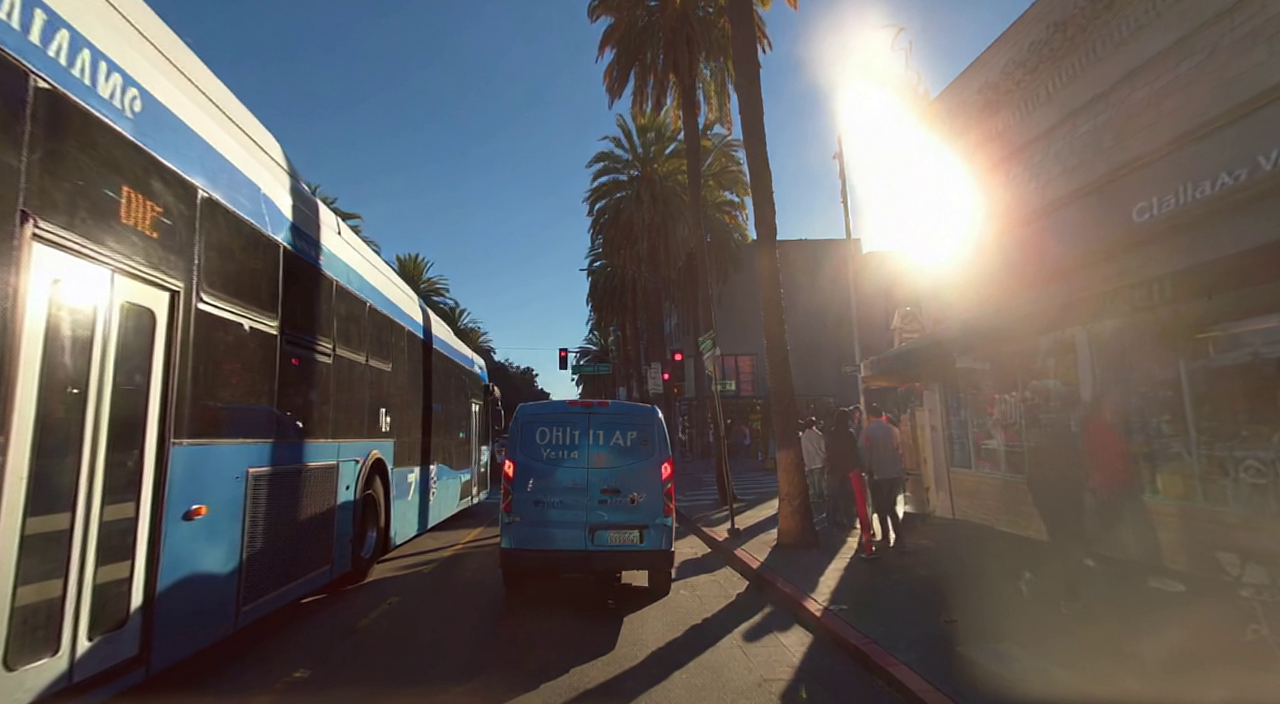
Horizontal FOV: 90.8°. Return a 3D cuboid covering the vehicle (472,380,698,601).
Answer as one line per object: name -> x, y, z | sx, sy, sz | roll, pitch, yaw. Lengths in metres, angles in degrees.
vehicle -> -0.797, 1.527, 7.795 | 2.002, 1.907, 4.211 | 1, -9, -9

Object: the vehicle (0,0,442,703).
vehicle -> -3.719, 0.140, 2.870 | 2.863, 3.233, 11.573 | 1, -8, -5
